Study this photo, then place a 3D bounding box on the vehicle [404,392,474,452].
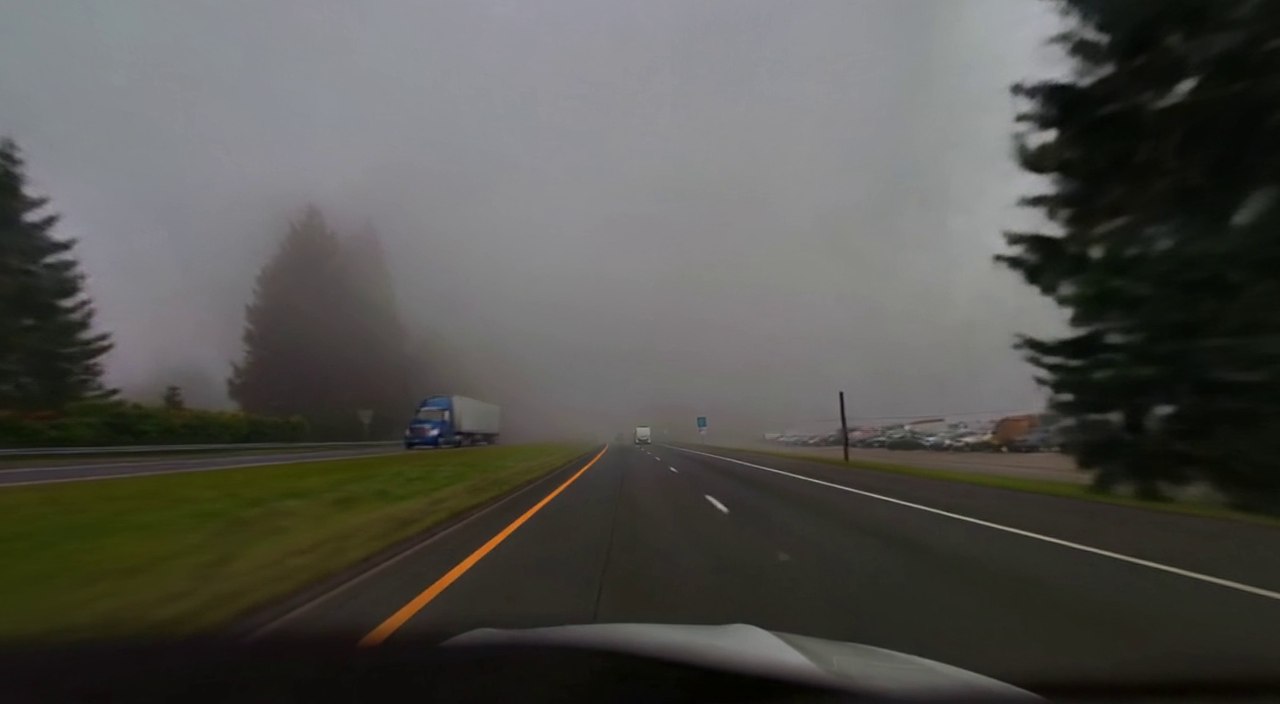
[{"bbox_3d":[-13.643,4.869,43.405,2.994,3.854,5.842,0,-8,-2],"label":"vehicle"}]
